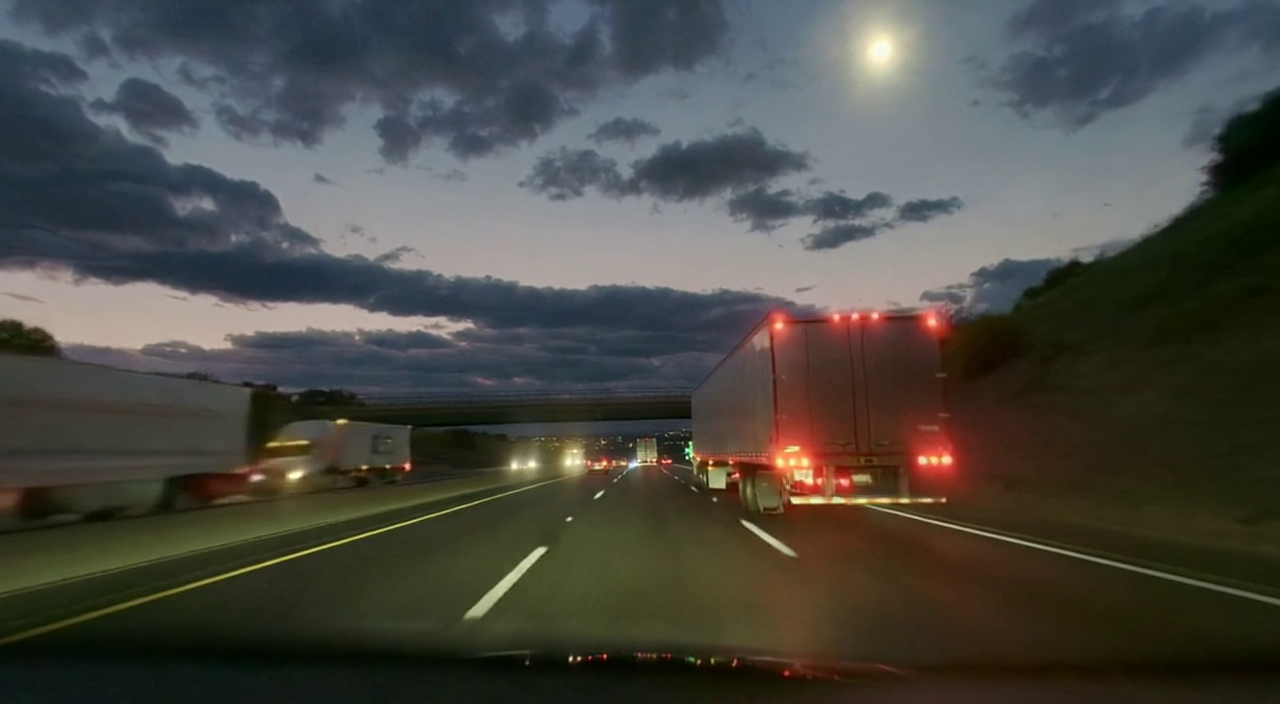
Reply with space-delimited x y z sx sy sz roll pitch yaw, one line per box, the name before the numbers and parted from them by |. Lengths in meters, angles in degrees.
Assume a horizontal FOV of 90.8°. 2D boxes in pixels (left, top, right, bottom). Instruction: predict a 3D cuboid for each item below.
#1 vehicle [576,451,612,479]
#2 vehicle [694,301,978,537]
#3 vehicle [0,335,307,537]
vehicle | -2.869 7.206 40.393 2.007 1.647 3.854 0 -9 1
vehicle | 4.019 2.379 19.134 3.131 4.037 16.729 0 -9 -1
vehicle | -14.757 2.326 16.753 2.885 4.151 16.611 0 -9 0
